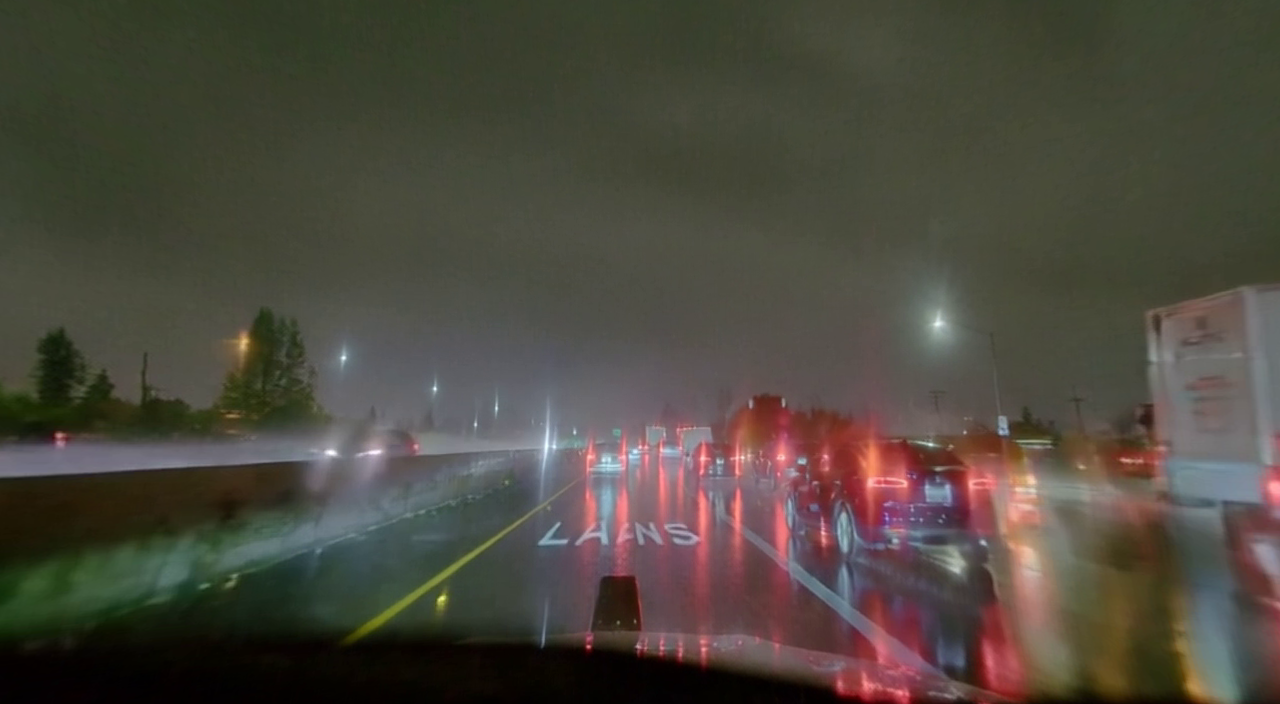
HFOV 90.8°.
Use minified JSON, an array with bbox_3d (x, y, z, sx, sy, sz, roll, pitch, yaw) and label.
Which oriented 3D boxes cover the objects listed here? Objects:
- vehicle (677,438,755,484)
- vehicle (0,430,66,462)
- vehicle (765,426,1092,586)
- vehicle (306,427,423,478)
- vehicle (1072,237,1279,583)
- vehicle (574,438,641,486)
[{"bbox_3d":[2.587,3.843,22.585,2.042,1.460,4.451,0,-8,-2],"label":"vehicle"},{"bbox_3d":[-32.650,4.865,32.653,1.885,1.550,4.330,0,-8,-2],"label":"vehicle"},{"bbox_3d":[3.101,1.738,8.025,1.996,1.455,4.281,0,-8,-2],"label":"vehicle"},{"bbox_3d":[-9.370,3.469,21.944,2.007,1.555,4.466,0,-9,1],"label":"vehicle"},{"bbox_3d":[7.744,0.741,7.777,2.575,3.519,2.984,-1,-8,4],"label":"vehicle"},{"bbox_3d":[-1.049,3.726,21.673,2.069,1.470,4.004,0,-8,-2],"label":"vehicle"}]
